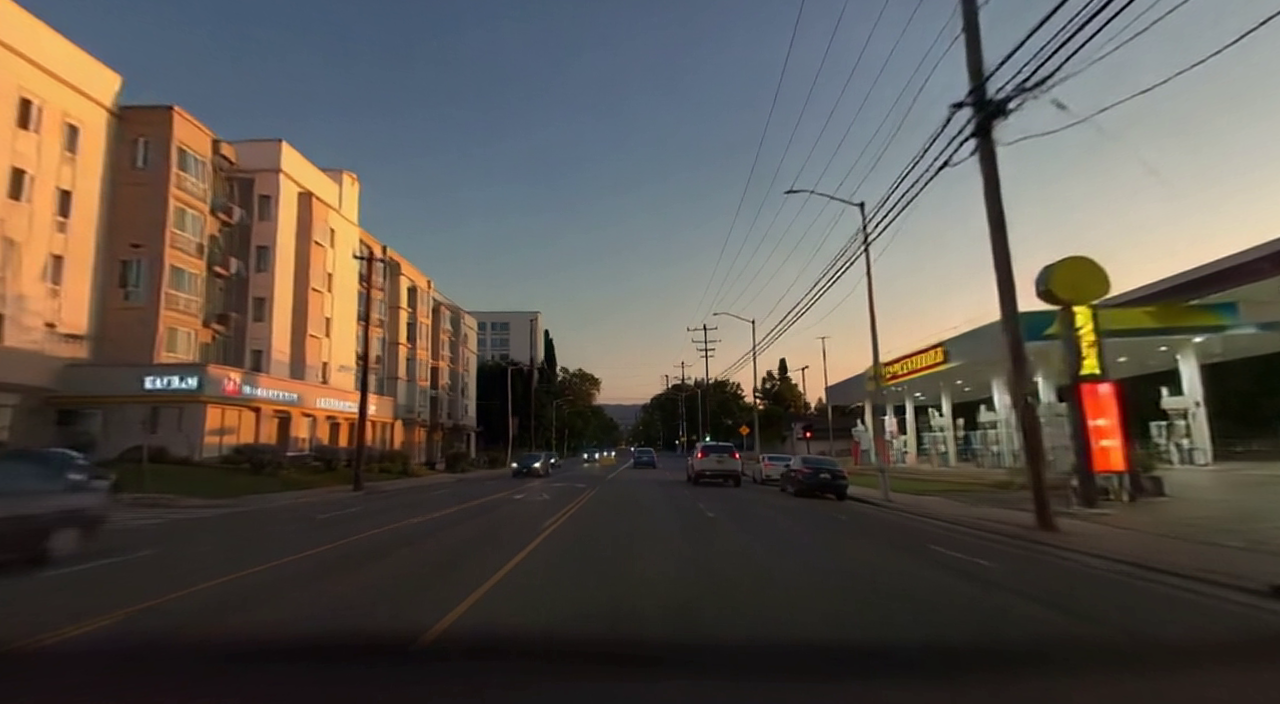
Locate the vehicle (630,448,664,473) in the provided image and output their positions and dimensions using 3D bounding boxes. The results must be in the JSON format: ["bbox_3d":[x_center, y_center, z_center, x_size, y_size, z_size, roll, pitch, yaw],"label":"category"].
[{"bbox_3d":[0.440,6.671,39.077,1.999,1.487,3.939,0,-8,1],"label":"vehicle"}]

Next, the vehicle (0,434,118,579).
[{"bbox_3d":[-9.038,1.858,7.362,2.000,1.796,4.529,0,-8,0],"label":"vehicle"}]

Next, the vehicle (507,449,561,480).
[{"bbox_3d":[-5.545,5.947,33.610,2.033,1.495,4.216,-1,-8,2],"label":"vehicle"}]

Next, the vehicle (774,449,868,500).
[{"bbox_3d":[6.015,4.102,21.593,1.914,1.513,4.474,0,-8,1],"label":"vehicle"}]

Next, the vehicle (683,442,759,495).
[{"bbox_3d":[2.693,3.986,22.014,1.945,1.647,4.160,0,-8,-2],"label":"vehicle"}]
